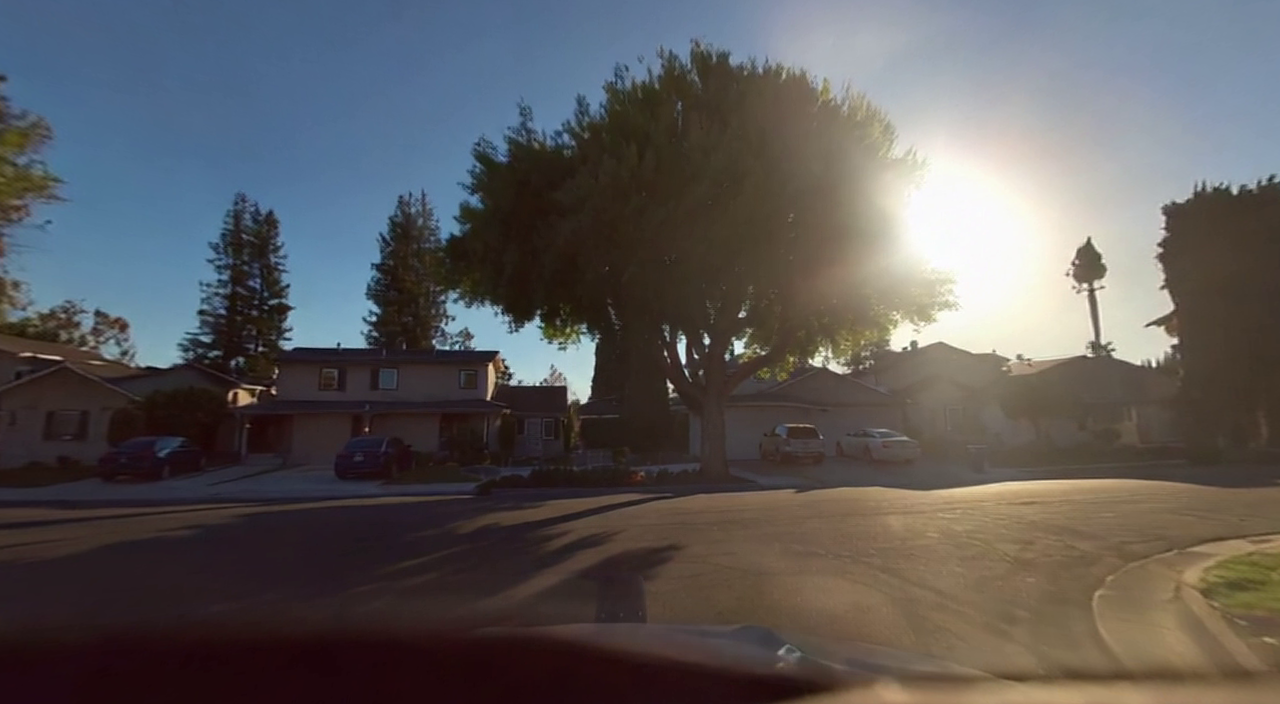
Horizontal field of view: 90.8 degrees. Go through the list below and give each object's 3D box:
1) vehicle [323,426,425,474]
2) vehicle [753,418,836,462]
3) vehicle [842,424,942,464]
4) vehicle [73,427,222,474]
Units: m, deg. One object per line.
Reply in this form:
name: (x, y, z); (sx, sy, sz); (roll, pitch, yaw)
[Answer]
vehicle: (-10.028, 3.762, 24.292); (1.942, 1.651, 4.655); (0, -9, -1)
vehicle: (6.511, 3.826, 27.152); (1.937, 1.731, 4.179); (2, -9, -10)
vehicle: (10.539, 3.916, 26.771); (1.873, 1.556, 4.216); (2, -9, -11)
vehicle: (-19.600, 3.973, 25.436); (1.942, 1.700, 4.478); (-1, -9, 9)
